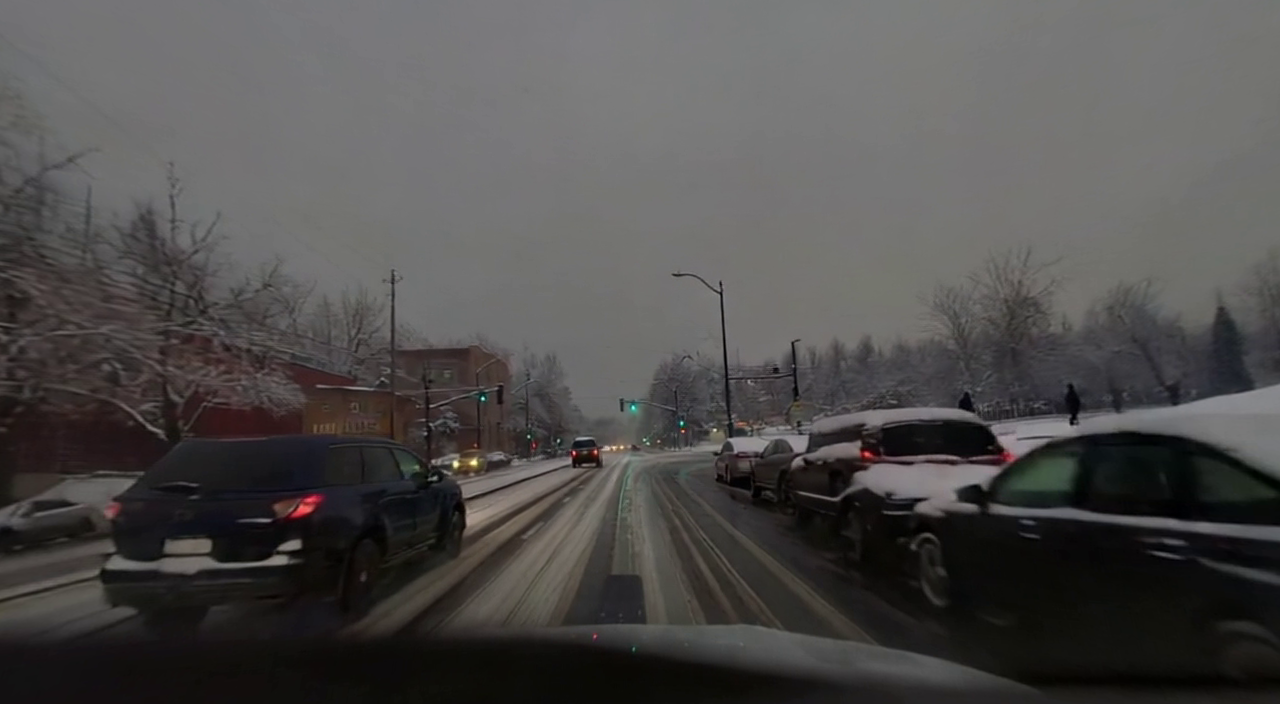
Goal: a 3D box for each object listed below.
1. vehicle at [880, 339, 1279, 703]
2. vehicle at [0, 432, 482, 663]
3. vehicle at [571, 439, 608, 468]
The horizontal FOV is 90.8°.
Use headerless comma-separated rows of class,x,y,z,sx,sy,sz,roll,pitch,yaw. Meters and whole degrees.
vehicle,3.306,0.991,3.500,2.206,1.664,4.578,0,-8,1
vehicle,-3.333,1.678,6.698,2.089,1.547,4.635,0,-8,0
vehicle,-3.563,7.320,45.655,2.293,1.936,4.737,0,-8,0
